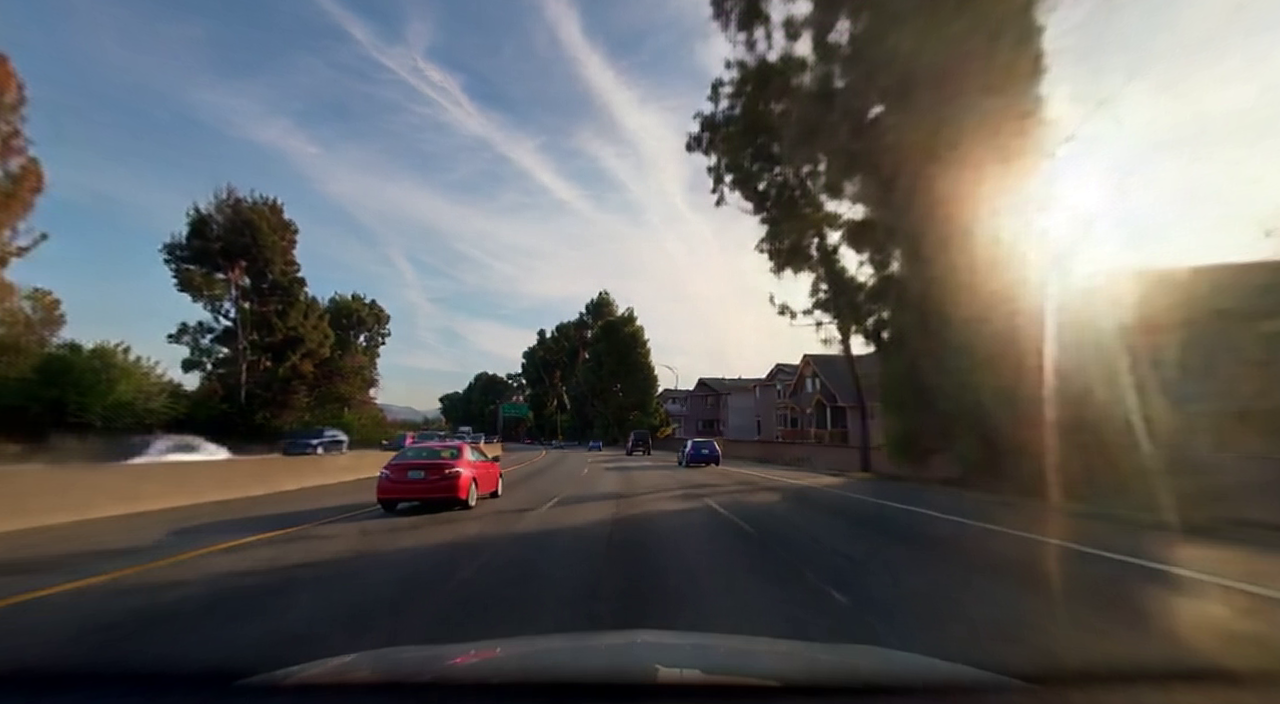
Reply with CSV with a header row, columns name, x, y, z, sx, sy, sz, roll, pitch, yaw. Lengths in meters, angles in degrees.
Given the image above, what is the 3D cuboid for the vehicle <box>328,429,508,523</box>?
name,x,y,z,sx,sy,sz,roll,pitch,yaw
vehicle,-4.108,2.373,12.599,2.036,1.528,4.400,0,-9,-1

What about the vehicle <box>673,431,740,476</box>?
name,x,y,z,sx,sy,sz,roll,pitch,yaw
vehicle,2.601,4.139,25.778,2.092,1.686,4.188,0,-9,-2

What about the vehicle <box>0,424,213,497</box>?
name,x,y,z,sx,sy,sz,roll,pitch,yaw
vehicle,-12.465,2.531,14.946,1.912,1.473,3.910,0,-9,-1

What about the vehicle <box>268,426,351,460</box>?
name,x,y,z,sx,sy,sz,roll,pitch,yaw
vehicle,-16.855,4.698,32.413,2.099,1.640,4.305,0,-9,-3
